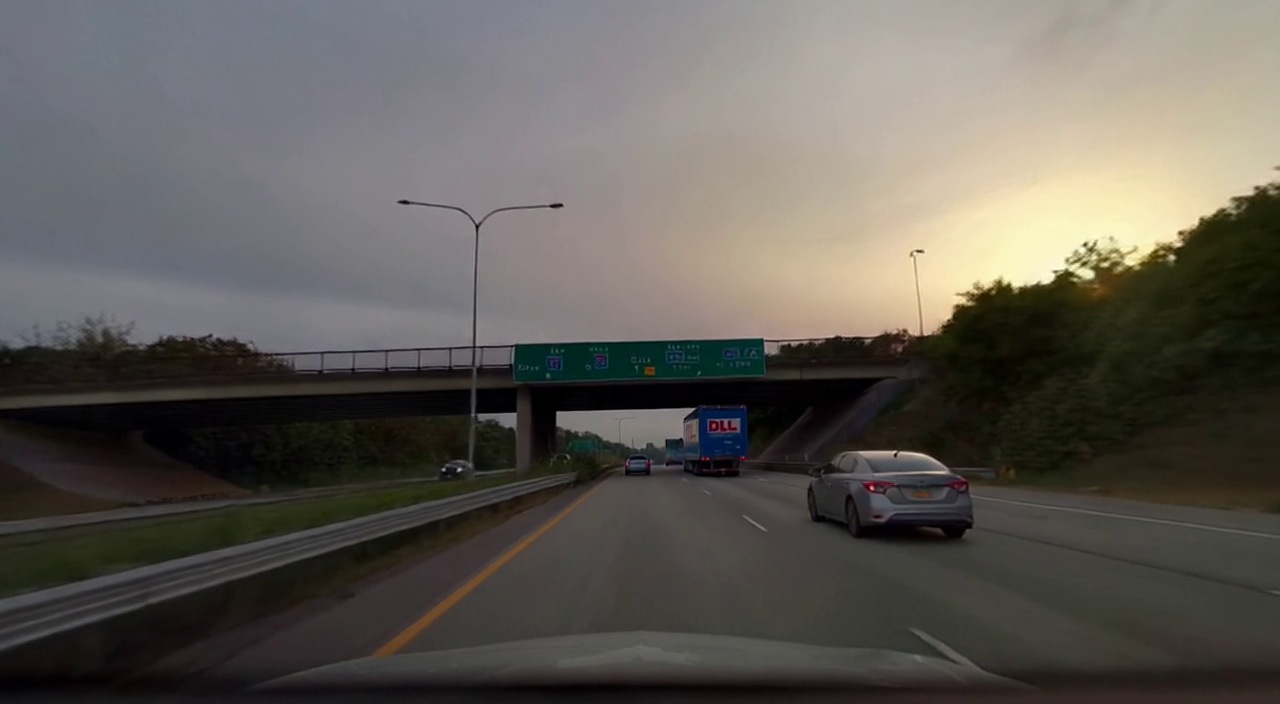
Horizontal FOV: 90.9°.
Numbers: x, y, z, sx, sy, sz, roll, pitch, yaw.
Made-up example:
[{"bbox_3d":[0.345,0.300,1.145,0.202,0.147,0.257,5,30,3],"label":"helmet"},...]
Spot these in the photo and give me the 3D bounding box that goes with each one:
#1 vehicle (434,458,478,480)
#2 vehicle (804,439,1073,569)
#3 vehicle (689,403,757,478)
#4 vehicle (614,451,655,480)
[{"bbox_3d":[-13.669,8.718,47.043,1.831,1.464,4.303,-1,-9,2],"label":"vehicle"},{"bbox_3d":[3.967,2.069,9.351,1.894,1.452,4.164,0,-9,-1],"label":"vehicle"},{"bbox_3d":[4.822,5.417,38.260,2.838,3.985,8.010,0,-9,-1],"label":"vehicle"},{"bbox_3d":[-0.309,6.031,33.762,2.055,1.445,3.661,0,-9,0],"label":"vehicle"}]
